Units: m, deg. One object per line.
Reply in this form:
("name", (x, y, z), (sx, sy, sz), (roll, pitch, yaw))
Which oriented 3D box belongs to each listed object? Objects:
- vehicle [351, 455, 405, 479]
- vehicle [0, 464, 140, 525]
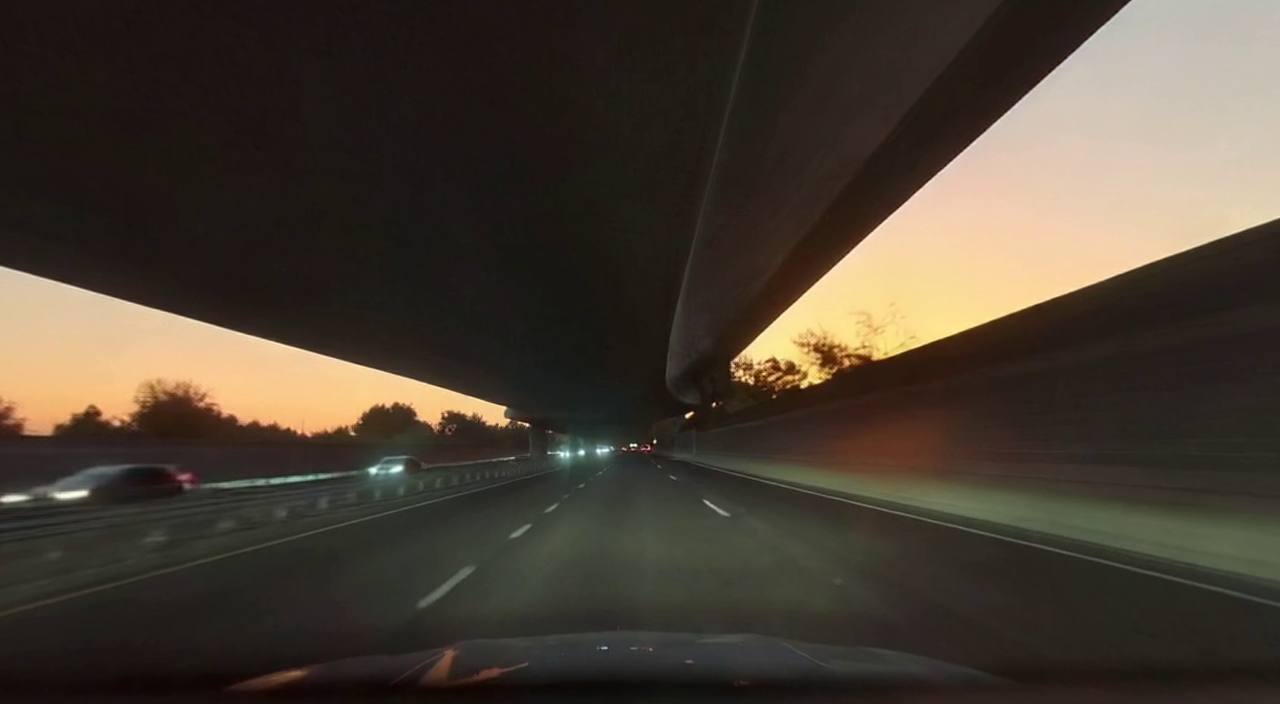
("vehicle", (-17.414, 7.646, 41.967), (1.832, 1.486, 4.110), (0, -9, 0))
("vehicle", (-17.473, 4.077, 18.461), (1.802, 1.467, 4.590), (0, -9, -1))
